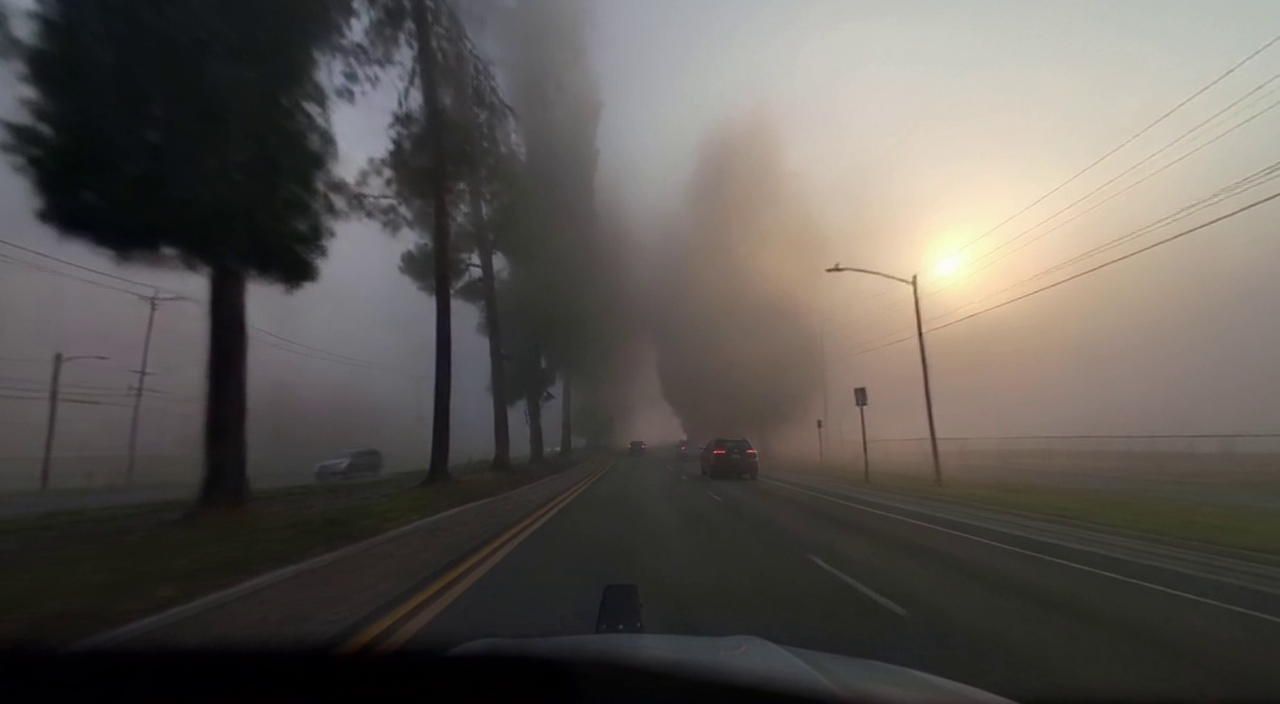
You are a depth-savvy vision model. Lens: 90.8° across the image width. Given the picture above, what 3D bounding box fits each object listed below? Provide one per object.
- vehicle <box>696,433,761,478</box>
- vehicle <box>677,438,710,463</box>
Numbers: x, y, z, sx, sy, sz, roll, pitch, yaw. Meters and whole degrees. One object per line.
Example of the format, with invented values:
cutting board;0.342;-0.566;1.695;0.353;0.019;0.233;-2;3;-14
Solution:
vehicle;3.855;4.589;28.277;2.112;1.825;4.574;0;-9;-2
vehicle;3.790;7.070;45.390;2.012;1.653;4.115;0;-9;0
